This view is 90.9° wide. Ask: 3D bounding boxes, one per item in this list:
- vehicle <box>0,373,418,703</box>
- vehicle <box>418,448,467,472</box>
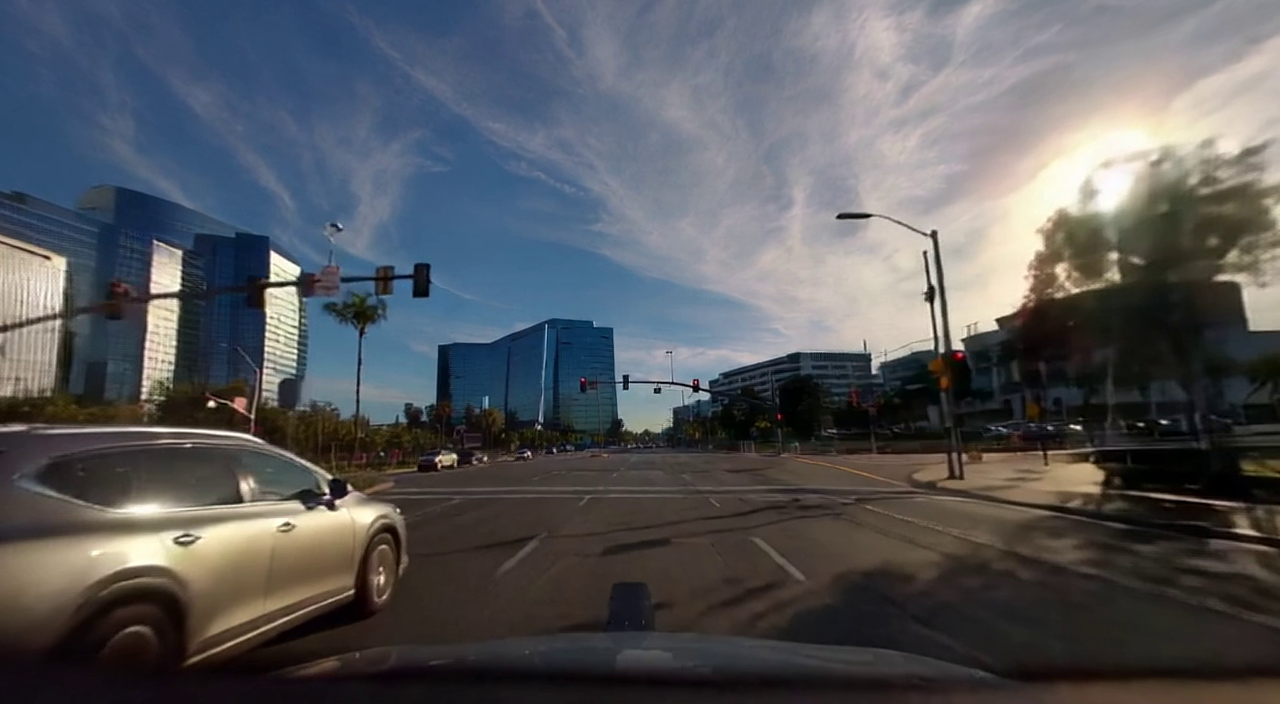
[{"bbox_3d":[-3.154,1.035,3.308,2.162,1.549,4.795,0,-8,1],"label":"vehicle"},{"bbox_3d":[-14.420,7.867,46.282,2.084,1.655,4.567,0,-8,1],"label":"vehicle"}]
